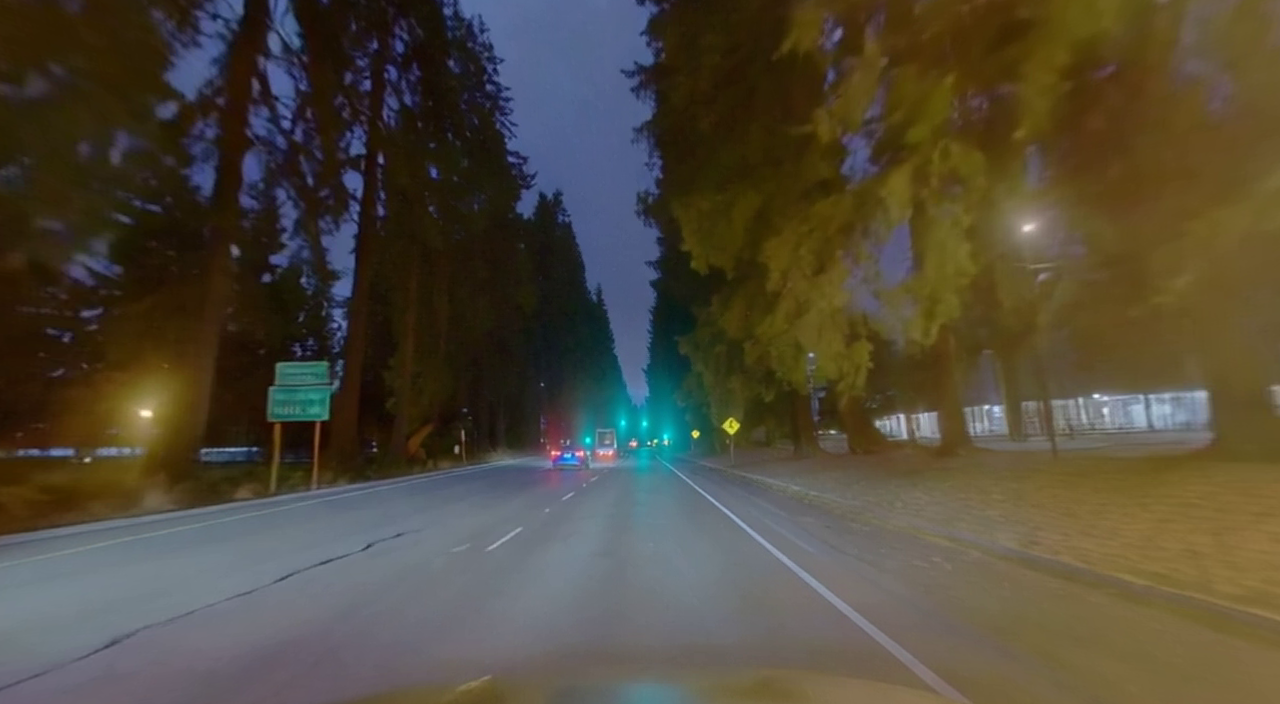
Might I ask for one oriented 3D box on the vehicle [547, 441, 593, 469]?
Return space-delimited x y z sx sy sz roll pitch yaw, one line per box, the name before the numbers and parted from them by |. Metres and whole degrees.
vehicle | -3.831 5.699 35.218 2.005 1.462 4.345 0 -8 1
